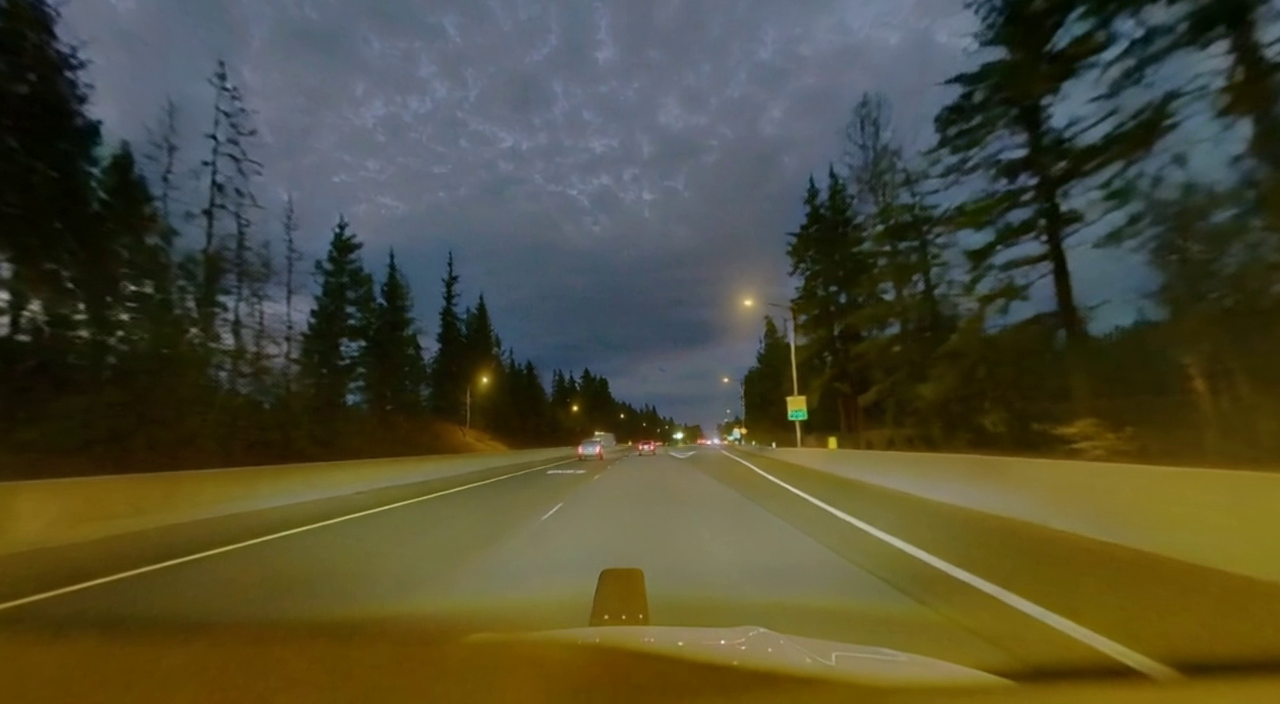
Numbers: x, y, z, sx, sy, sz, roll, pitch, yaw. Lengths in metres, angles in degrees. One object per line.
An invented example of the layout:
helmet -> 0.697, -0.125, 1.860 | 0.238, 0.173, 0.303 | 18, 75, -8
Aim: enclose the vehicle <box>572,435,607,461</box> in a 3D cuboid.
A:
vehicle -> -3.581, 6.925, 45.561 | 2.129, 1.742, 4.217 | -1, -8, 1
